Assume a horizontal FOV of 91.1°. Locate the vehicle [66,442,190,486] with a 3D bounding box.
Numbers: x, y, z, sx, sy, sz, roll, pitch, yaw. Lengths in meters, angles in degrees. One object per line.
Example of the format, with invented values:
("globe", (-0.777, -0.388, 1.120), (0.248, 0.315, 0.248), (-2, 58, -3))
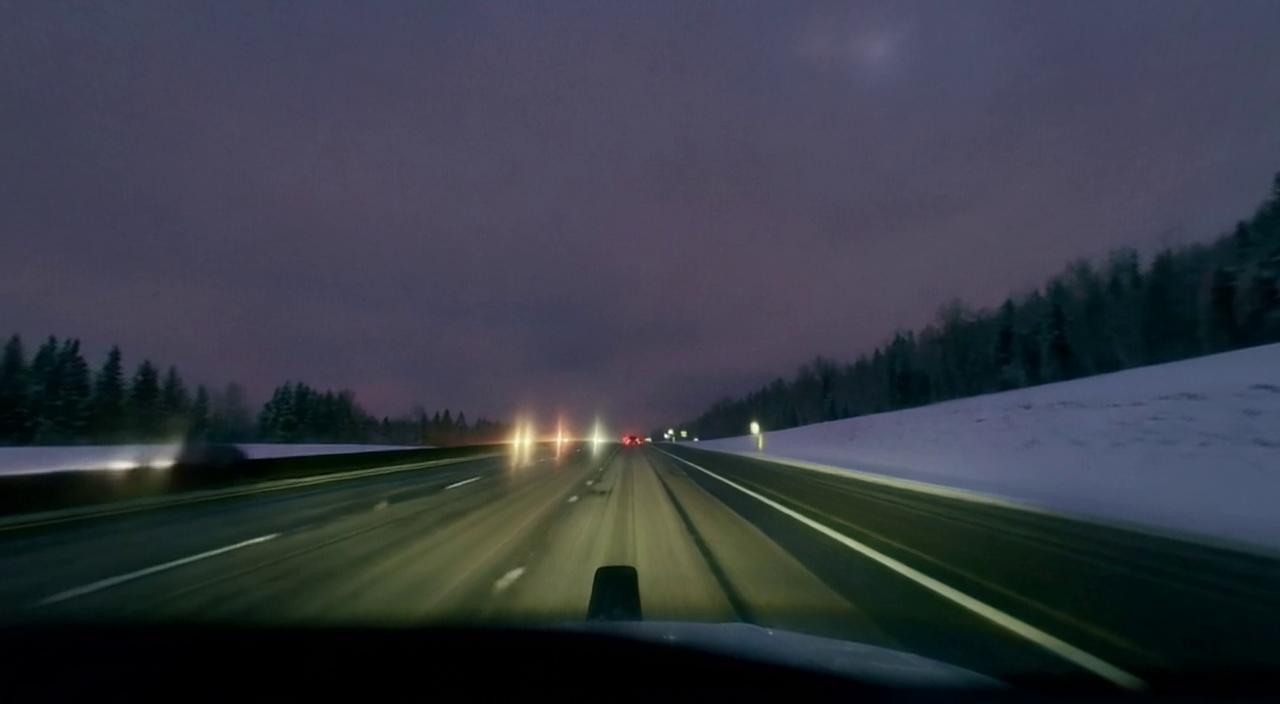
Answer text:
("vehicle", (-19.059, 4.139, 23.604), (1.674, 1.440, 3.617), (0, -8, -2))
